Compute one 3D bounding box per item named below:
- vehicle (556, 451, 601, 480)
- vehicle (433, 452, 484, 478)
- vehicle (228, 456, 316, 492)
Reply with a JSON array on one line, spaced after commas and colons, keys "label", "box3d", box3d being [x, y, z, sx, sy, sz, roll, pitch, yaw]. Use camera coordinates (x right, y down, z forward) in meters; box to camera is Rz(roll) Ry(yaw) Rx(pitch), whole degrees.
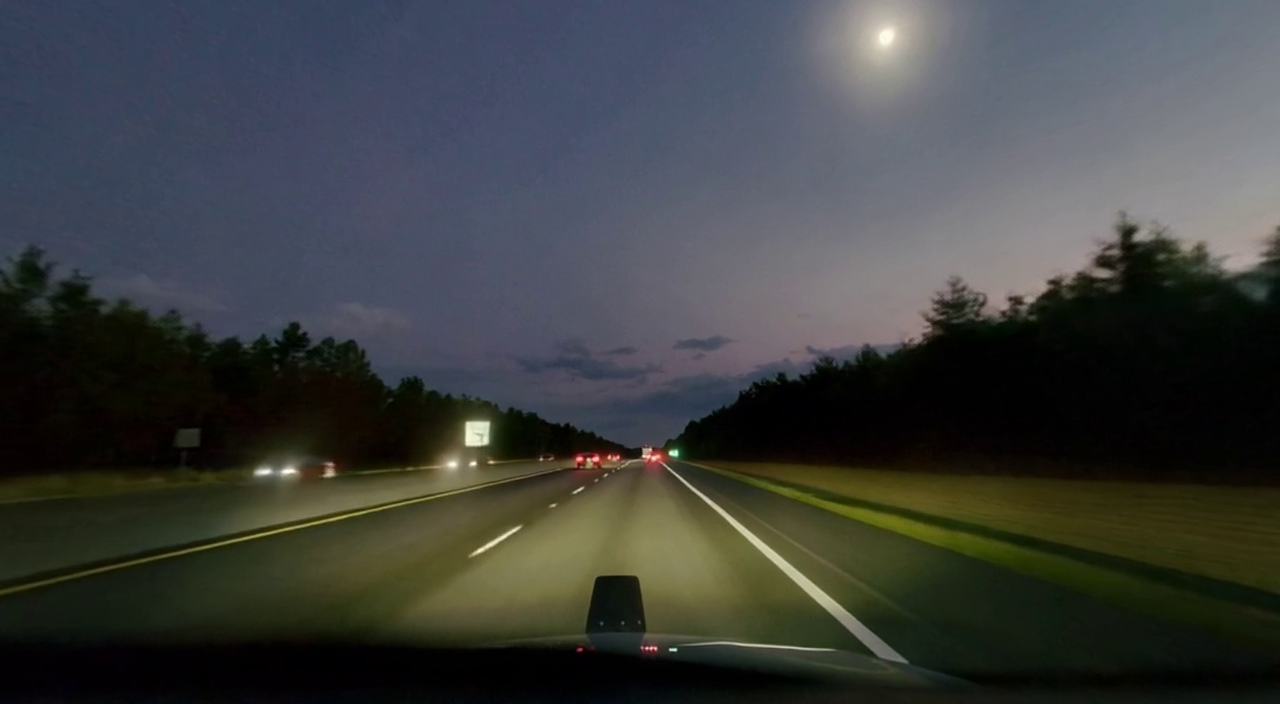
[{"label": "vehicle", "box3d": [-3.312, 6.180, 34.519, 1.970, 1.483, 4.097, -1, -9, 1]}, {"label": "vehicle", "box3d": [-12.220, 7.616, 42.719, 2.005, 1.555, 4.819, -1, -9, 0]}, {"label": "vehicle", "box3d": [-16.776, 5.549, 28.956, 1.803, 1.514, 3.656, -1, -9, 1]}]
